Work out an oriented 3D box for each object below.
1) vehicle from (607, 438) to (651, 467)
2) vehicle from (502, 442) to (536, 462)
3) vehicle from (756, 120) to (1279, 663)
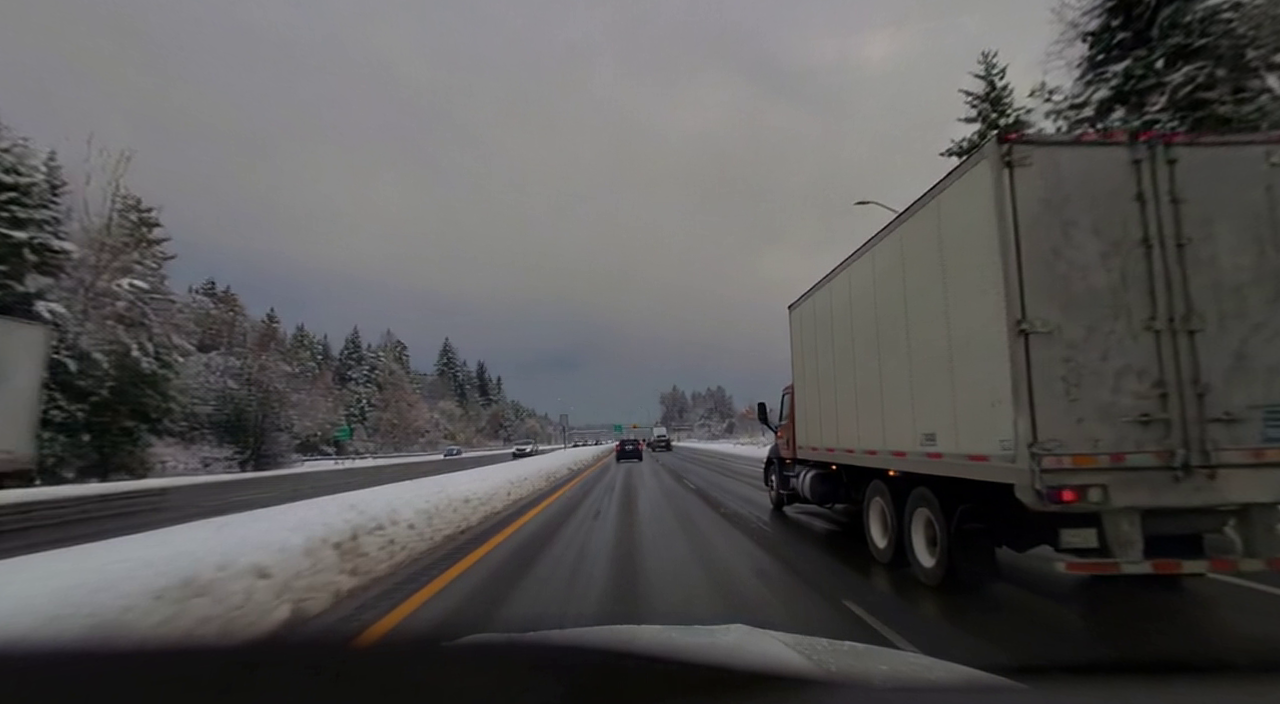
[{"bbox_3d":[-0.592,5.380,34.082,2.259,1.466,3.693,0,-8,-1],"label":"vehicle"},{"bbox_3d":[-9.380,7.718,49.030,1.882,1.446,3.944,0,-8,-1],"label":"vehicle"},{"bbox_3d":[3.833,0.697,8.189,2.921,3.526,8.207,0,-8,-1],"label":"vehicle"}]
